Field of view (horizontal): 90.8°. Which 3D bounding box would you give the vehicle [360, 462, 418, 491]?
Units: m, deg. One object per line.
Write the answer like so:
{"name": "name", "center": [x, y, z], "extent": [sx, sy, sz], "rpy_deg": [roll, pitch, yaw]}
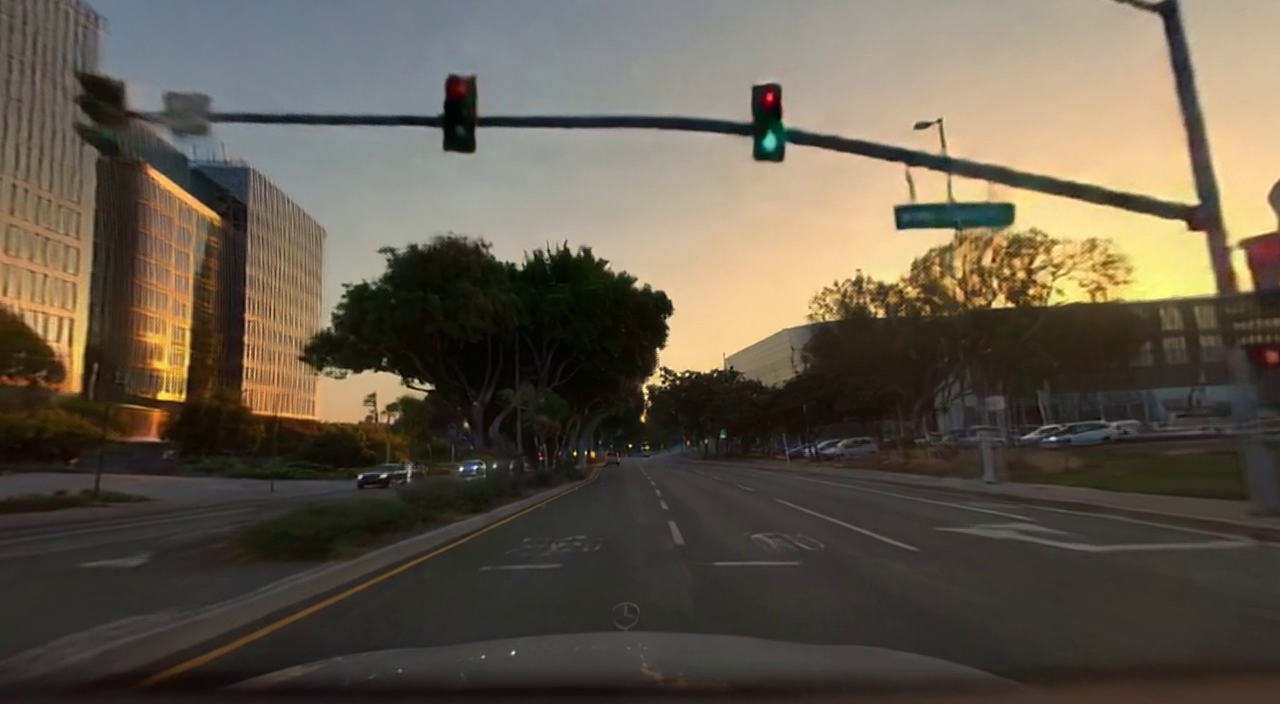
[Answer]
{"name": "vehicle", "center": [-15.434, 7.652, 39.051], "extent": [1.833, 1.496, 4.157], "rpy_deg": [-3, -9, 0]}
